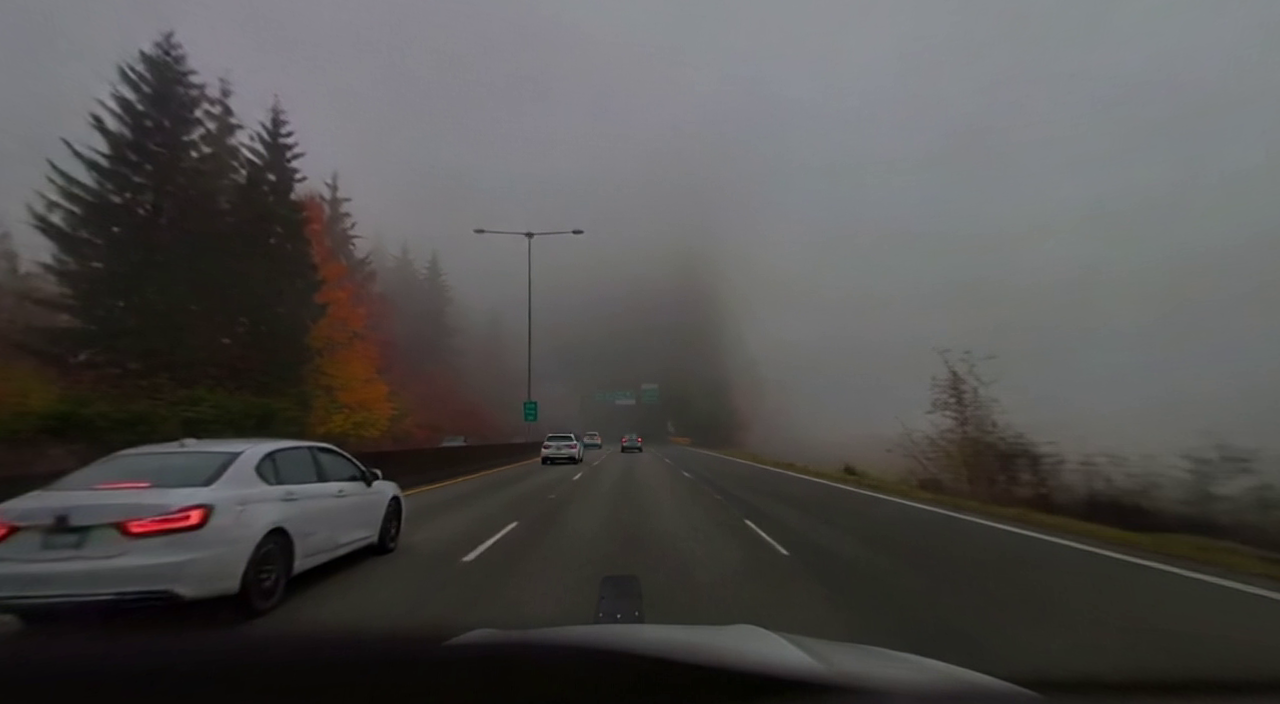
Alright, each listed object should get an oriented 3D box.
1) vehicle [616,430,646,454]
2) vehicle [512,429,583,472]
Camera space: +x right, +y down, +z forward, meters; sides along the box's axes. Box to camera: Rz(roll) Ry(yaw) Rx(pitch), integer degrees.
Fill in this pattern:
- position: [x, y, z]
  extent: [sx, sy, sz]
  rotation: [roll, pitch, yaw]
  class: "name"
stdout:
- position: [-0.611, 6.323, 44.403]
  extent: [2.054, 1.609, 3.859]
  rotation: [0, -8, 0]
  class: "vehicle"
- position: [-3.433, 3.746, 24.242]
  extent: [1.989, 1.497, 4.645]
  rotation: [0, -8, 0]
  class: "vehicle"
